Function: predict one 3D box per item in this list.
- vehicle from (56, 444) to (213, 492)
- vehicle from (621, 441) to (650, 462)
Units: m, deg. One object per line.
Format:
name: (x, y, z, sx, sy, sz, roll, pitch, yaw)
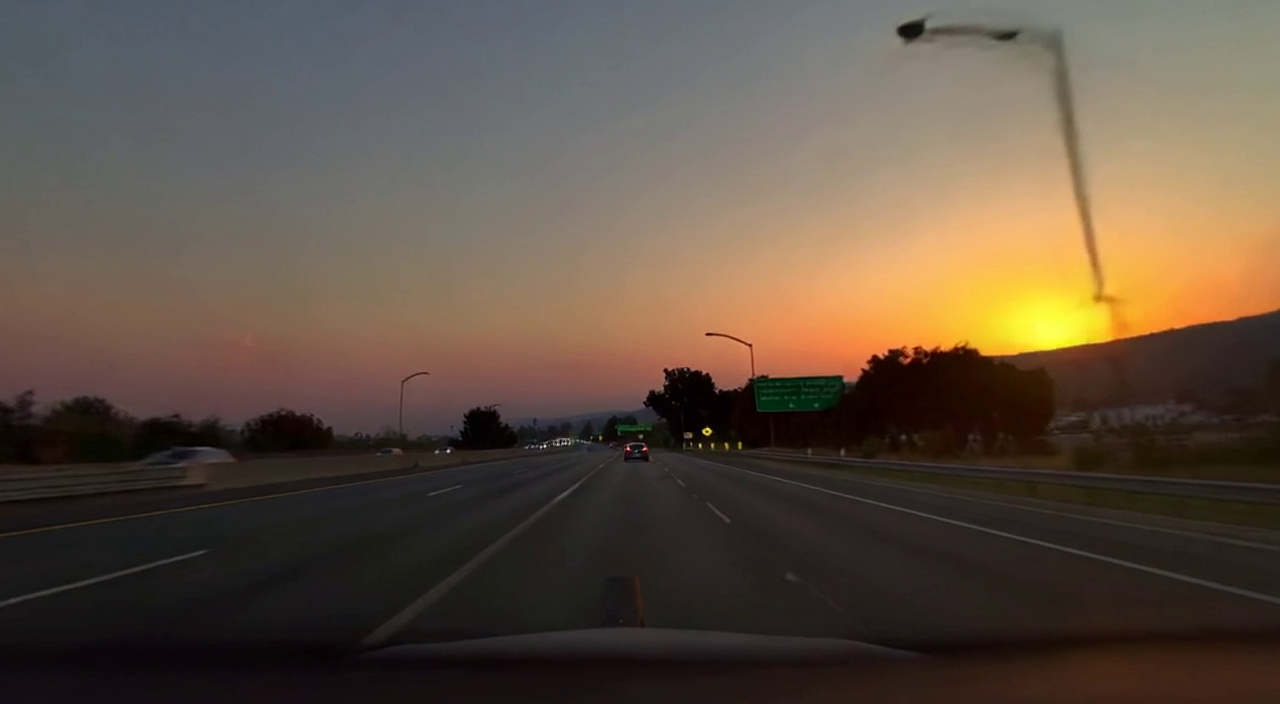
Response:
vehicle: (-17.614, 4.034, 22.358, 1.974, 1.513, 4.348, 0, -9, -1)
vehicle: (-0.366, 7.328, 46.695, 2.025, 1.460, 4.189, 0, -9, -1)
